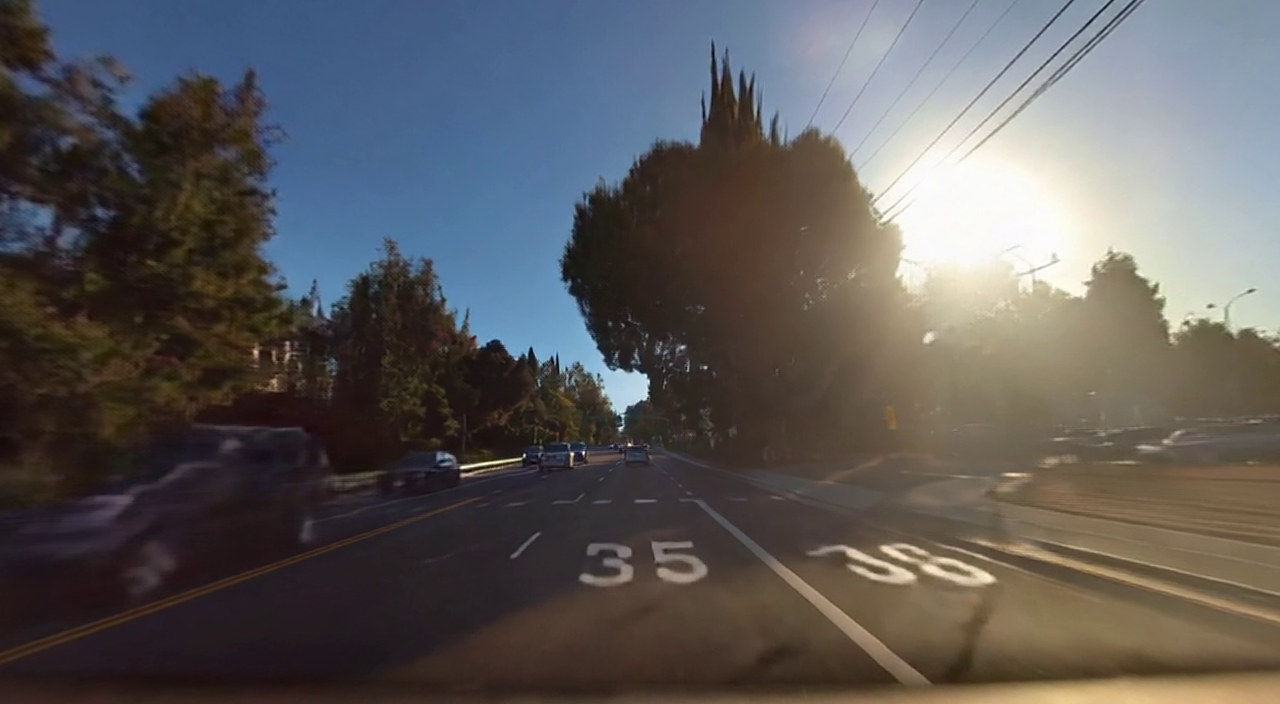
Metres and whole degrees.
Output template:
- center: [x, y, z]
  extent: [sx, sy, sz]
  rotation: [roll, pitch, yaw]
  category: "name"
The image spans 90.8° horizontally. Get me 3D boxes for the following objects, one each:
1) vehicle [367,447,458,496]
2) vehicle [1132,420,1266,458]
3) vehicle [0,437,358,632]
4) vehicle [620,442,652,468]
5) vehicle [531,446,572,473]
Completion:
- center: [-9.419, 4.953, 26.687]
  extent: [2.123, 1.844, 4.747]
  rotation: [-1, -8, -1]
  category: "vehicle"
- center: [27.133, 4.280, 30.793]
  extent: [4.544, 1.724, 2.024]
  rotation: [0, -9, 0]
  category: "vehicle"
- center: [-6.265, 2.041, 8.467]
  extent: [2.305, 1.685, 5.690]
  rotation: [-1, -8, 0]
  category: "vehicle"
- center: [-0.303, 7.439, 45.688]
  extent: [2.163, 1.746, 4.073]
  rotation: [-1, -8, -1]
  category: "vehicle"
- center: [-6.039, 7.371, 43.699]
  extent: [2.143, 1.735, 4.737]
  rotation: [-1, -8, 0]
  category: "vehicle"
